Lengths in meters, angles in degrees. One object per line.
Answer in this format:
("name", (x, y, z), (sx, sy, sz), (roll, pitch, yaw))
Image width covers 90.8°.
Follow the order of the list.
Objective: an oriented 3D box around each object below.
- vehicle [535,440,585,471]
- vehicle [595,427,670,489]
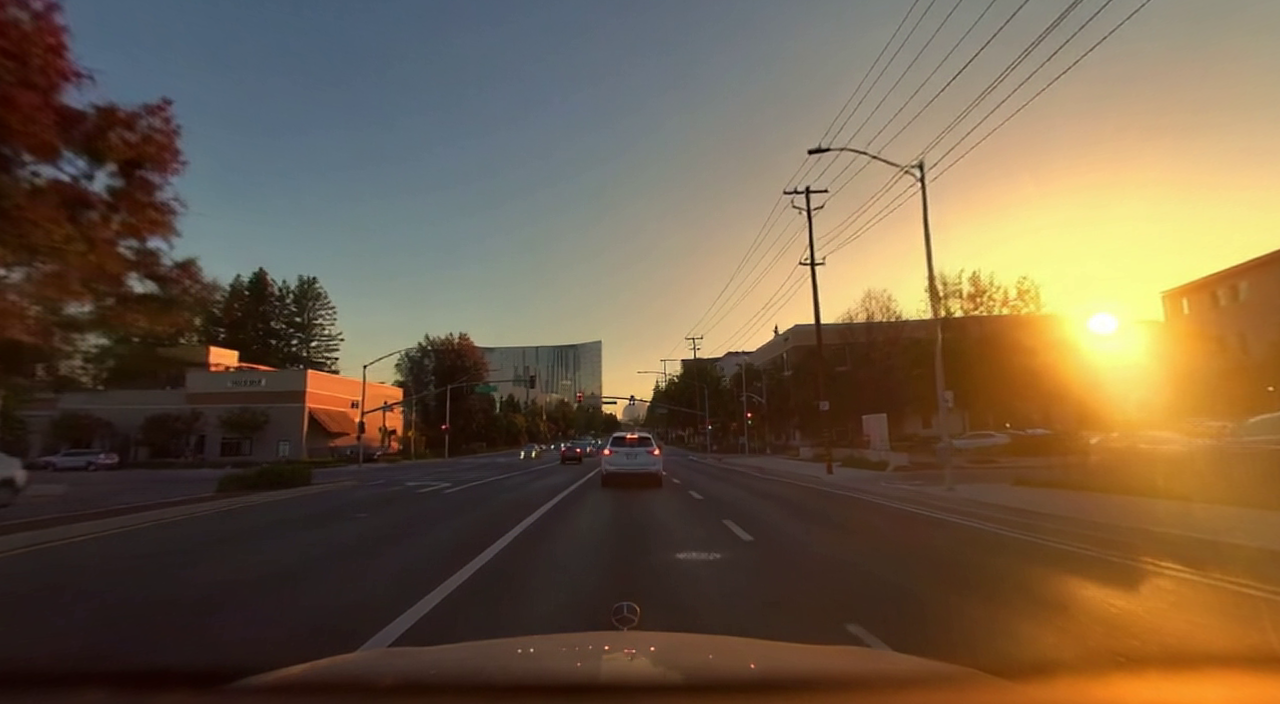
("vehicle", (-4.115, 5.410, 33.187), (2.075, 1.474, 4.367), (0, -8, -1))
("vehicle", (-0.278, 3.396, 20.564), (2.188, 1.782, 3.982), (0, -8, -1))
